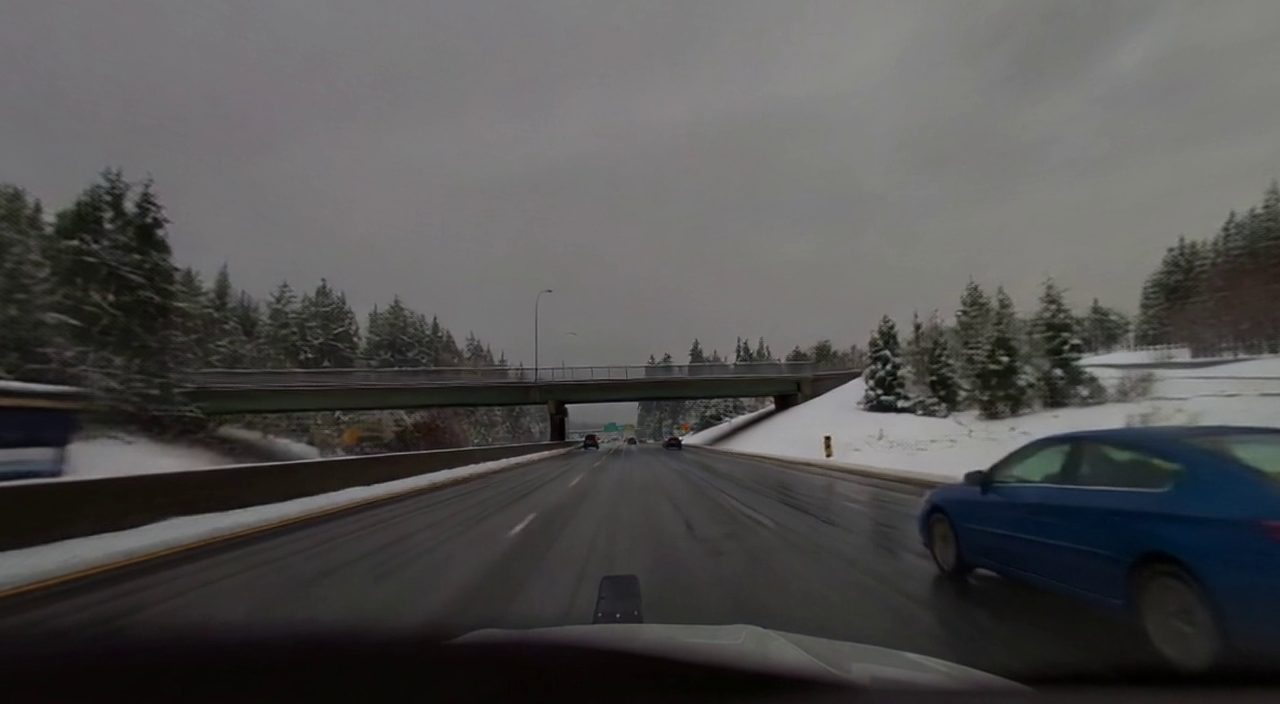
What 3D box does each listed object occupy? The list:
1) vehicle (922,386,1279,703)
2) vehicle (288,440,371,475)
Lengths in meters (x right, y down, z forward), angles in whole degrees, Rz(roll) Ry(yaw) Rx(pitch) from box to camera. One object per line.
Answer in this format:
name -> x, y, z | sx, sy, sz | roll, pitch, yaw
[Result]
vehicle -> 3.978, 1.110, 4.243 | 2.031, 1.531, 4.365 | 0, -8, -2
vehicle -> -16.709, 5.674, 34.272 | 1.934, 1.737, 5.320 | 0, -8, -1
